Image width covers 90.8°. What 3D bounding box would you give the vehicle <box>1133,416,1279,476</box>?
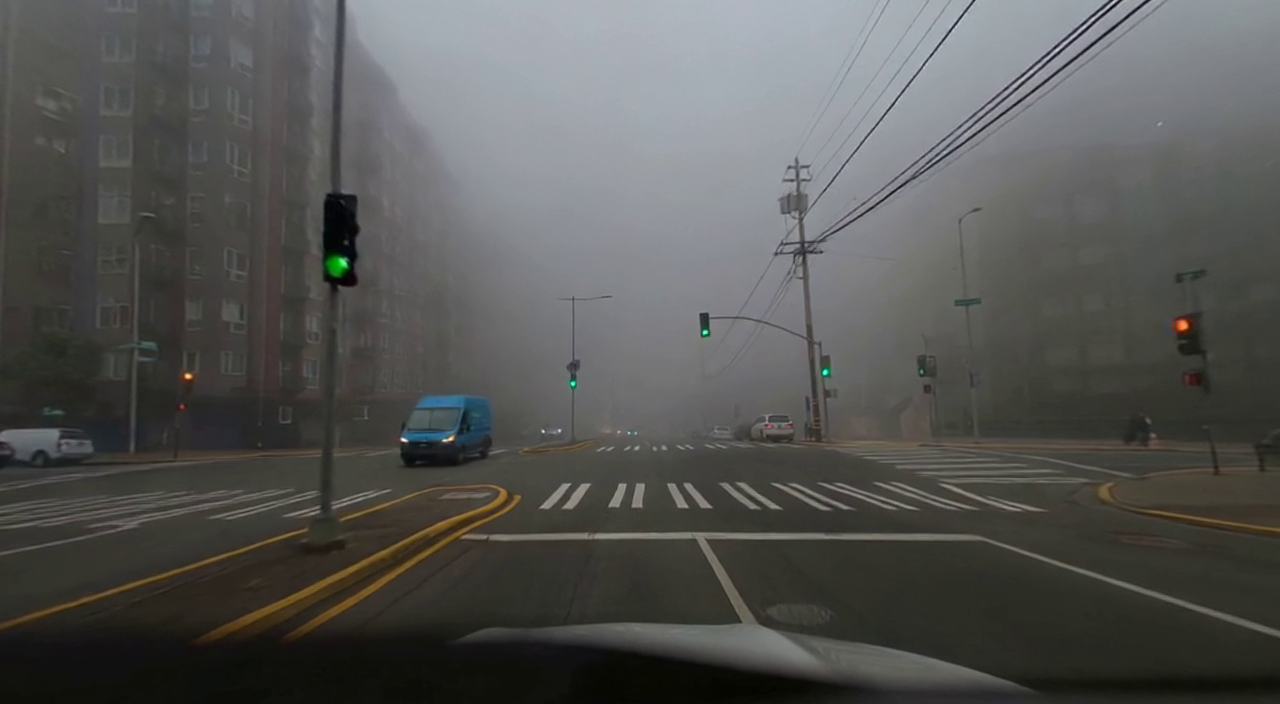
[{"bbox_3d":[16.364,2.519,17.225,4.210,1.449,1.974,0,-4,0],"label":"vehicle"}]

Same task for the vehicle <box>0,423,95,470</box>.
[{"bbox_3d":[-26.225,4.030,26.806,4.462,1.732,2.011,-3,-4,0],"label":"vehicle"}]

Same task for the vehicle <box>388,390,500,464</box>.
[{"bbox_3d":[-7.187,2.806,23.963,2.515,2.476,5.364,0,-6,0],"label":"vehicle"}]

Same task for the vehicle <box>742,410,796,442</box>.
[{"bbox_3d":[7.240,4.267,35.875,1.996,1.704,4.490,0,-8,-2],"label":"vehicle"}]
